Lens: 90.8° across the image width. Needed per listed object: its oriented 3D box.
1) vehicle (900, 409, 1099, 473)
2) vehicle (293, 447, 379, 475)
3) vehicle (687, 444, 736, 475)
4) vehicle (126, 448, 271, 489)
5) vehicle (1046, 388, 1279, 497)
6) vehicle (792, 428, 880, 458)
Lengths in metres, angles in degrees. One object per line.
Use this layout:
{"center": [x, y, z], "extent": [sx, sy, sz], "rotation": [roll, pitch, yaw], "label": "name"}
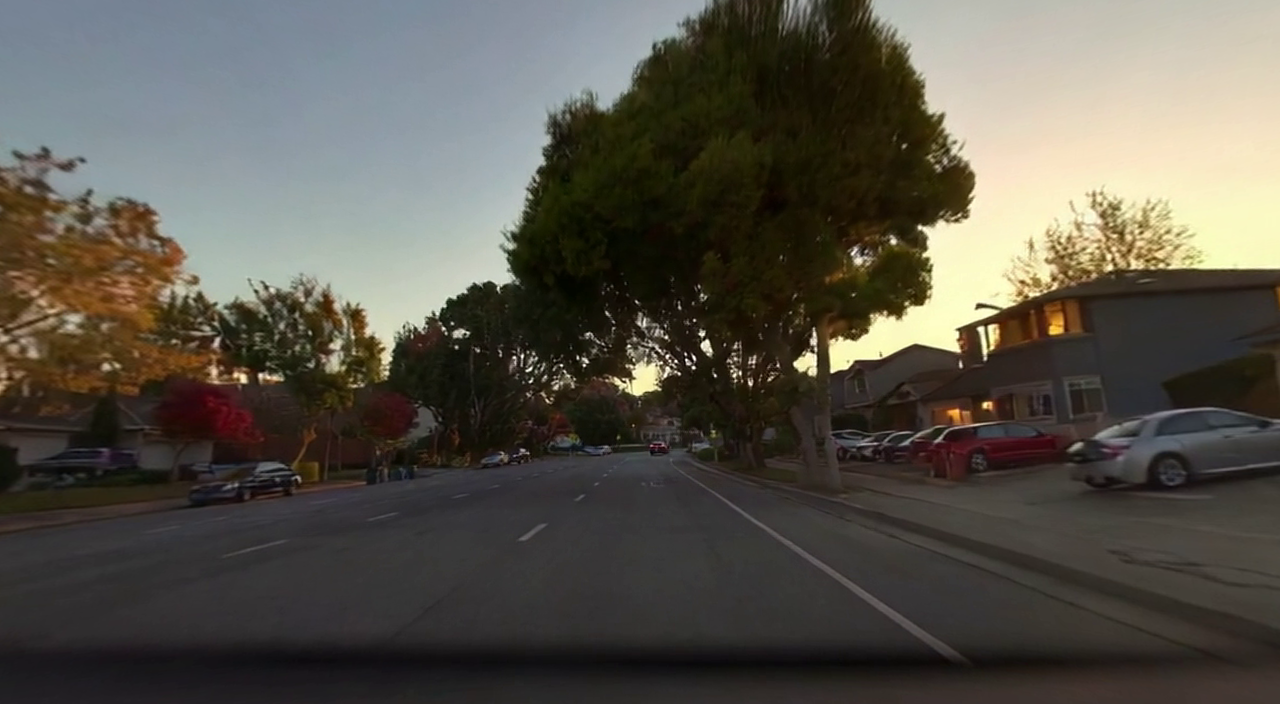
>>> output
{"center": [11.810, 2.965, 21.039], "extent": [5.283, 1.570, 2.122], "rotation": [-5, -8, -3], "label": "vehicle"}
{"center": [-20.625, 7.383, 42.989], "extent": [4.753, 1.796, 2.101], "rotation": [-1, -8, 5], "label": "vehicle"}
{"center": [3.772, 5.728, 34.050], "extent": [2.104, 1.524, 4.524], "rotation": [0, -8, 0], "label": "vehicle"}
{"center": [-20.110, 5.298, 28.949], "extent": [5.044, 1.782, 2.152], "rotation": [0, -8, 3], "label": "vehicle"}
{"center": [11.796, 1.824, 13.170], "extent": [5.034, 1.826, 2.012], "rotation": [-5, -9, 4], "label": "vehicle"}
{"center": [14.112, 6.564, 45.583], "extent": [5.541, 2.060, 2.416], "rotation": [-5, -10, 31], "label": "vehicle"}
